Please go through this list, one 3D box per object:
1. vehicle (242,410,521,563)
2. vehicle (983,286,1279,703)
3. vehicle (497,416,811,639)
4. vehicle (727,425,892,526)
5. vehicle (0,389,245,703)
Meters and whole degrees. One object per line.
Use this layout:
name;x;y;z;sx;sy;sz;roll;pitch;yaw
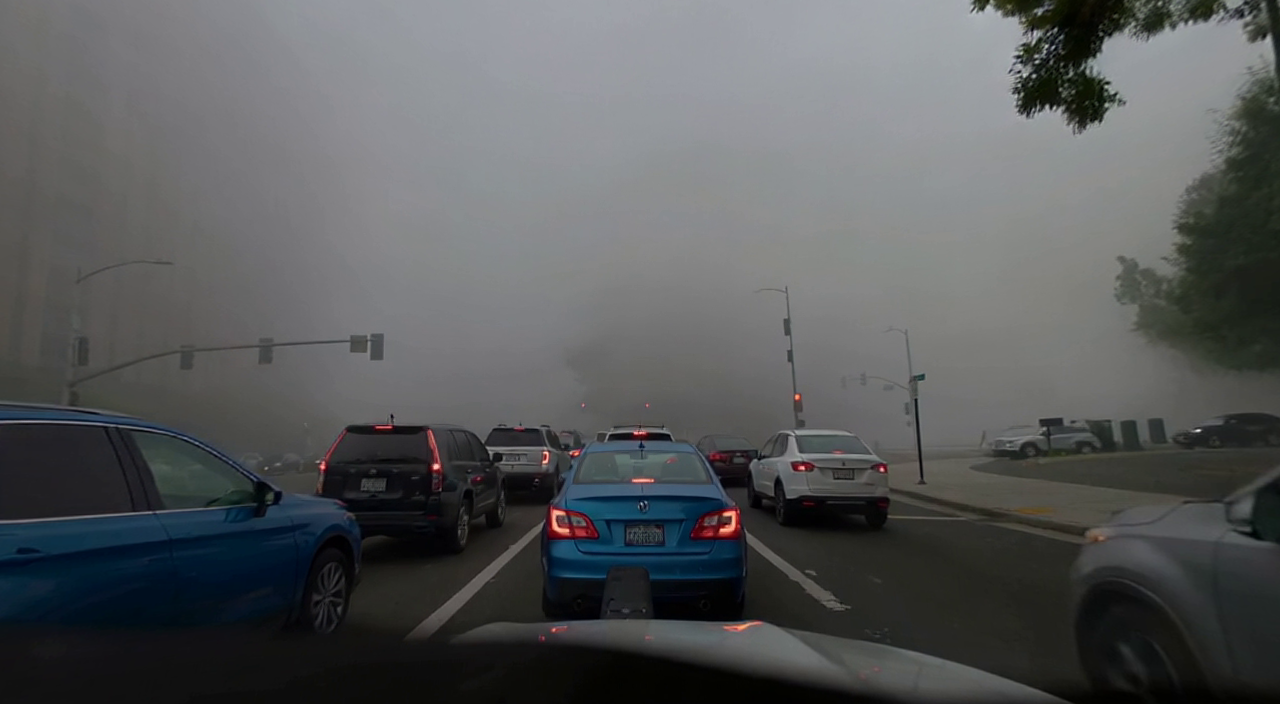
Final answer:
vehicle;-3.372;1.868;9.494;2.168;1.719;4.561;-1;-9;1
vehicle;3.060;0.605;1.410;2.108;1.785;4.334;0;-9;0
vehicle;0.089;1.506;6.377;2.147;1.507;3.953;0;-8;0
vehicle;3.156;2.405;12.802;2.110;1.661;4.295;0;-8;0
vehicle;-3.388;0.748;1.234;2.144;1.505;4.635;-1;-9;1
